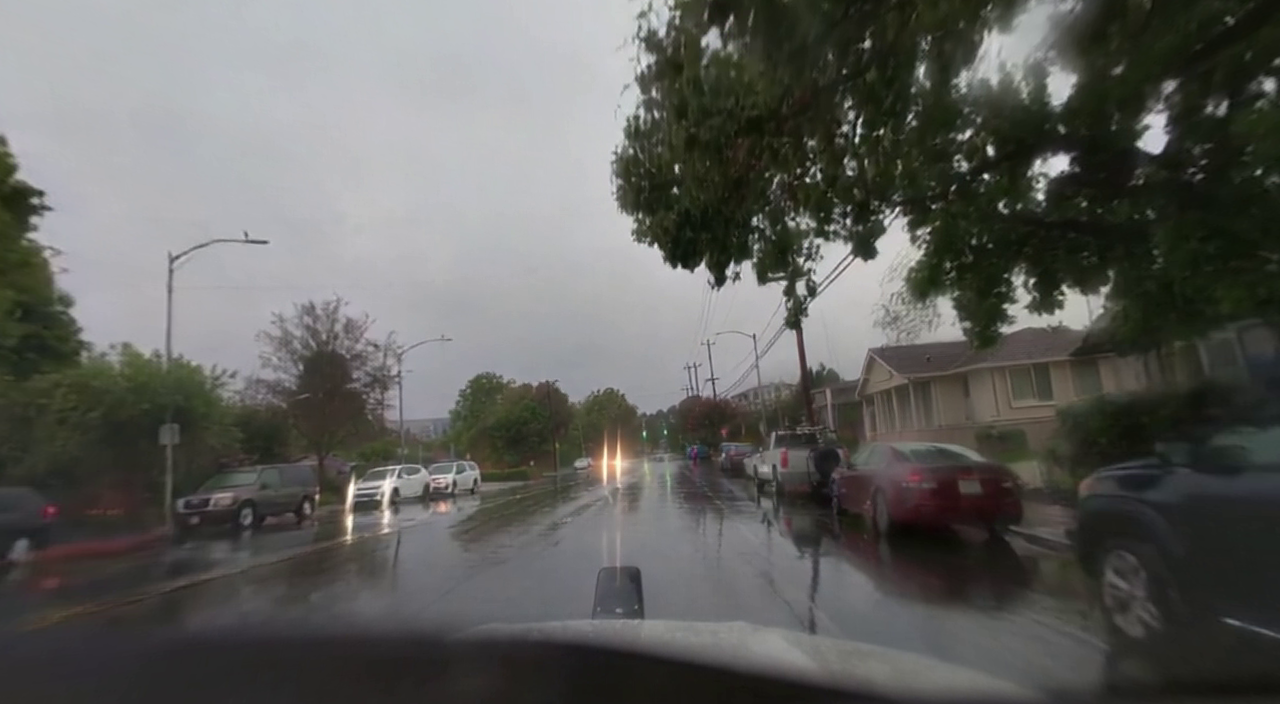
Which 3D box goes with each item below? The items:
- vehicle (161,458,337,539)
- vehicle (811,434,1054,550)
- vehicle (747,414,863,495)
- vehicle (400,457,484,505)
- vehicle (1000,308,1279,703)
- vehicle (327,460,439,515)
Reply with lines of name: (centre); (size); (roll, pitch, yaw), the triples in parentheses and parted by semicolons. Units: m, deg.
vehicle: (-10.716, 3.995, 17.814); (1.937, 1.837, 4.414); (-1, -8, 3)
vehicle: (4.516, 2.212, 10.861); (1.927, 1.483, 5.100); (-1, -8, 3)
vehicle: (4.964, 3.198, 20.051); (2.330, 2.160, 5.550); (-1, -8, 2)
vehicle: (-9.822, 6.415, 32.017); (2.282, 2.060, 5.738); (-1, -8, 1)
vehicle: (3.969, 0.674, 2.371); (2.199, 1.885, 5.461); (-1, -8, 3)
vehicle: (-10.343, 5.469, 26.006); (2.089, 1.837, 5.499); (-1, -8, 3)
